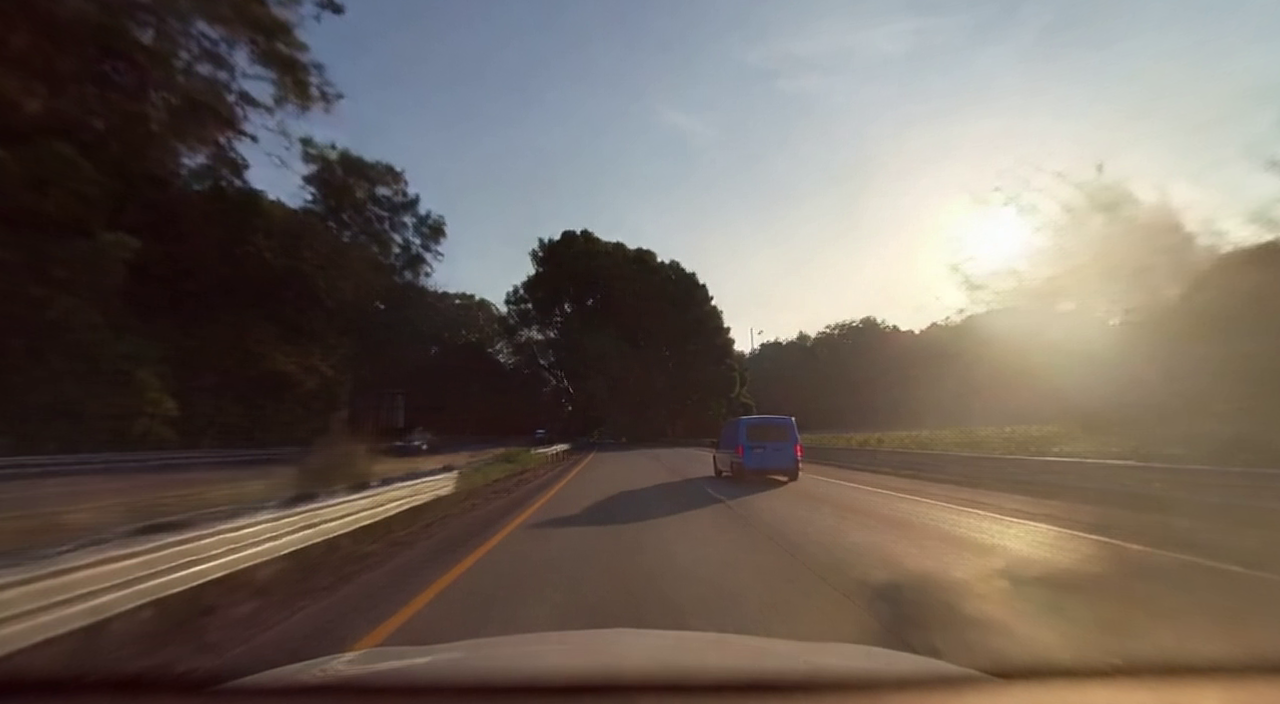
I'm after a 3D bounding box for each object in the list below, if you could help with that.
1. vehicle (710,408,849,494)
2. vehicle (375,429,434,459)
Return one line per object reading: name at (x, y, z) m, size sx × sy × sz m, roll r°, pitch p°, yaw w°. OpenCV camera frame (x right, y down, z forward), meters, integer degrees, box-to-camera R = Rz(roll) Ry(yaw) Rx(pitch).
vehicle at (3.213, 2.389, 15.647) m, size 2.240 × 1.801 × 4.545 m, roll 0°, pitch -8°, yaw -2°
vehicle at (-14.016, 5.489, 37.792) m, size 1.980 × 1.673 × 4.324 m, roll 0°, pitch -8°, yaw -2°
